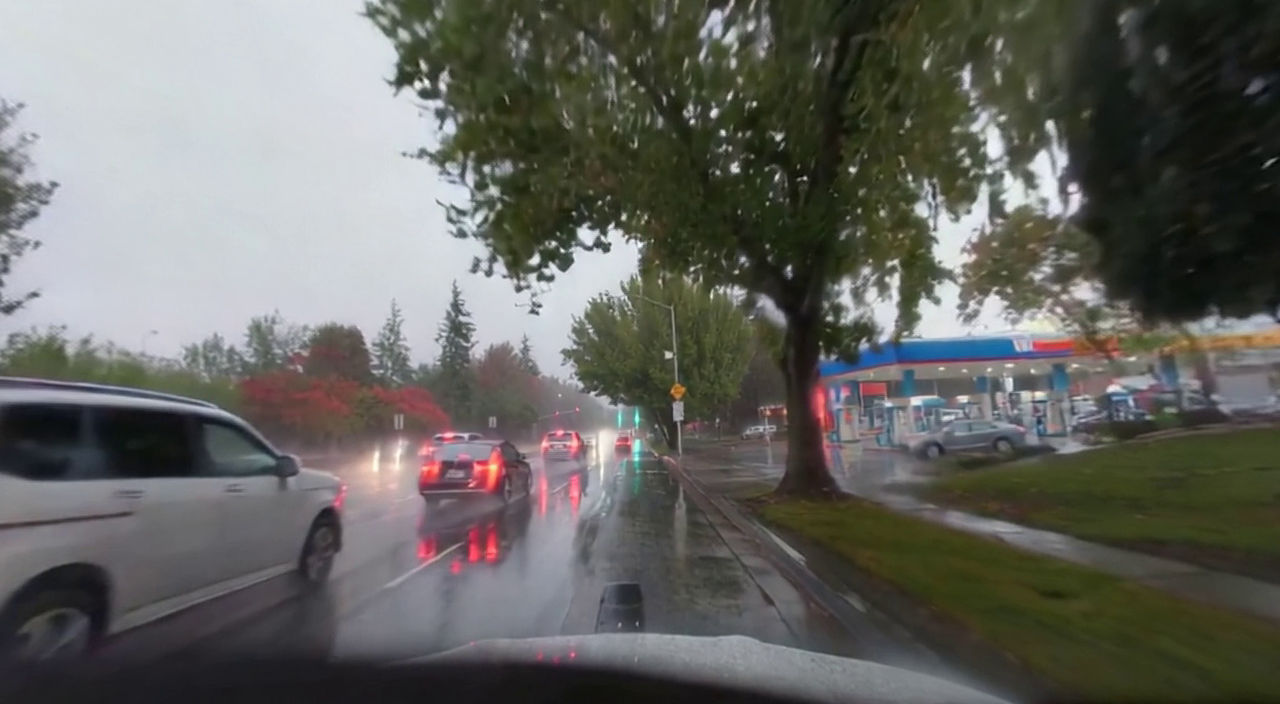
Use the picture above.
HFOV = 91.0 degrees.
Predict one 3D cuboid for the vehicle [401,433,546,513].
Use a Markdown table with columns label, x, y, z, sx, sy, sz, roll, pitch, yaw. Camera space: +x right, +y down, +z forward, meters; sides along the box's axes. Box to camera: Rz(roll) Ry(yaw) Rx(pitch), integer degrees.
| label | x | y | z | sx | sy | sz | roll | pitch | yaw |
| --- | --- | --- | --- | --- | --- | --- | --- | --- | --- |
| vehicle | -3.434 | 2.556 | 13.898 | 1.888 | 1.452 | 4.303 | -1 | -8 | 2 |

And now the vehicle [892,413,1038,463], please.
| label | x | y | z | sx | sy | sz | roll | pitch | yaw |
| --- | --- | --- | --- | --- | --- | --- | --- | --- | --- |
| vehicle | 12.174 | 3.244 | 23.827 | 4.385 | 1.439 | 1.912 | -5 | -7 | 4 |

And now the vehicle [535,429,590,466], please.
| label | x | y | z | sx | sy | sz | roll | pitch | yaw |
| --- | --- | --- | --- | --- | --- | --- | --- | --- | --- |
| vehicle | -4.002 | 5.038 | 33.347 | 2.306 | 1.815 | 4.476 | 0 | -8 | 1 |

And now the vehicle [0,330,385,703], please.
| label | x | y | z | sx | sy | sz | roll | pitch | yaw |
| --- | --- | --- | --- | --- | --- | --- | --- | --- | --- |
| vehicle | -4.027 | 1.100 | 4.732 | 2.071 | 1.896 | 4.782 | -1 | -8 | 2 |
